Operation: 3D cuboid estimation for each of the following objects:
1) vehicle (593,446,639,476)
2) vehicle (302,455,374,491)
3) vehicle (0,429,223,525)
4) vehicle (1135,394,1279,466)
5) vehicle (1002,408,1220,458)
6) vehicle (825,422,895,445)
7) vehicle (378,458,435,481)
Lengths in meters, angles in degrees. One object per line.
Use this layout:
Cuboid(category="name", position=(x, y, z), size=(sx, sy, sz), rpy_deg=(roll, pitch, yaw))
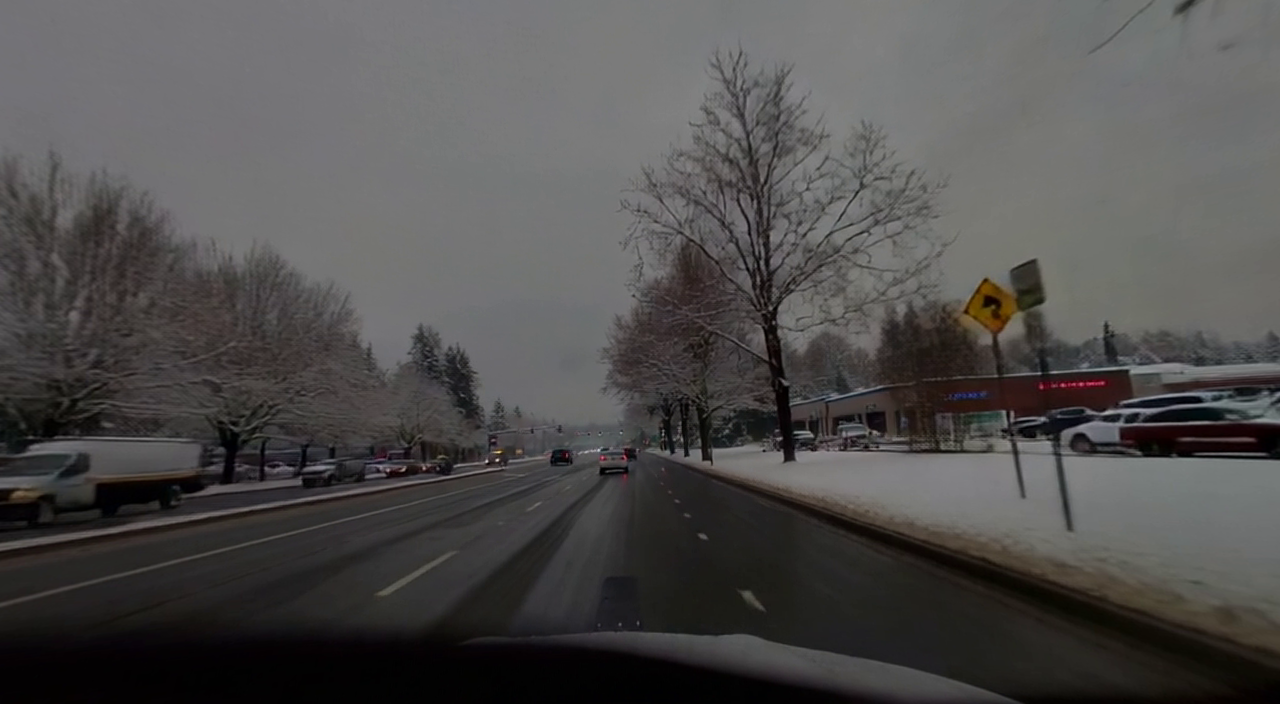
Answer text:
Cuboid(category="vehicle", position=(-1.252, 6.034, 35.257), size=(2.235, 1.500, 4.420), rpy_deg=(0, -8, 2))
Cuboid(category="vehicle", position=(-16.970, 6.800, 35.740), size=(2.016, 1.598, 4.545), rpy_deg=(-5, -8, -2))
Cuboid(category="vehicle", position=(-18.399, 4.044, 21.352), size=(2.599, 2.675, 7.177), rpy_deg=(-2, -9, 13))
Cuboid(category="vehicle", position=(13.881, 1.694, 13.633), size=(4.739, 1.424, 1.936), rpy_deg=(-1, -9, -1))
Cuboid(category="vehicle", position=(14.470, 2.539, 19.684), size=(5.047, 1.461, 2.133), rpy_deg=(0, -9, 1))
Cuboid(category="vehicle", position=(15.221, 5.695, 43.801), size=(3.956, 1.504, 2.170), rpy_deg=(2, -9, -9))
Cuboid(category="vehicle", position=(-16.417, 8.251, 44.673), size=(2.058, 1.459, 4.704), rpy_deg=(0, -9, 2))
